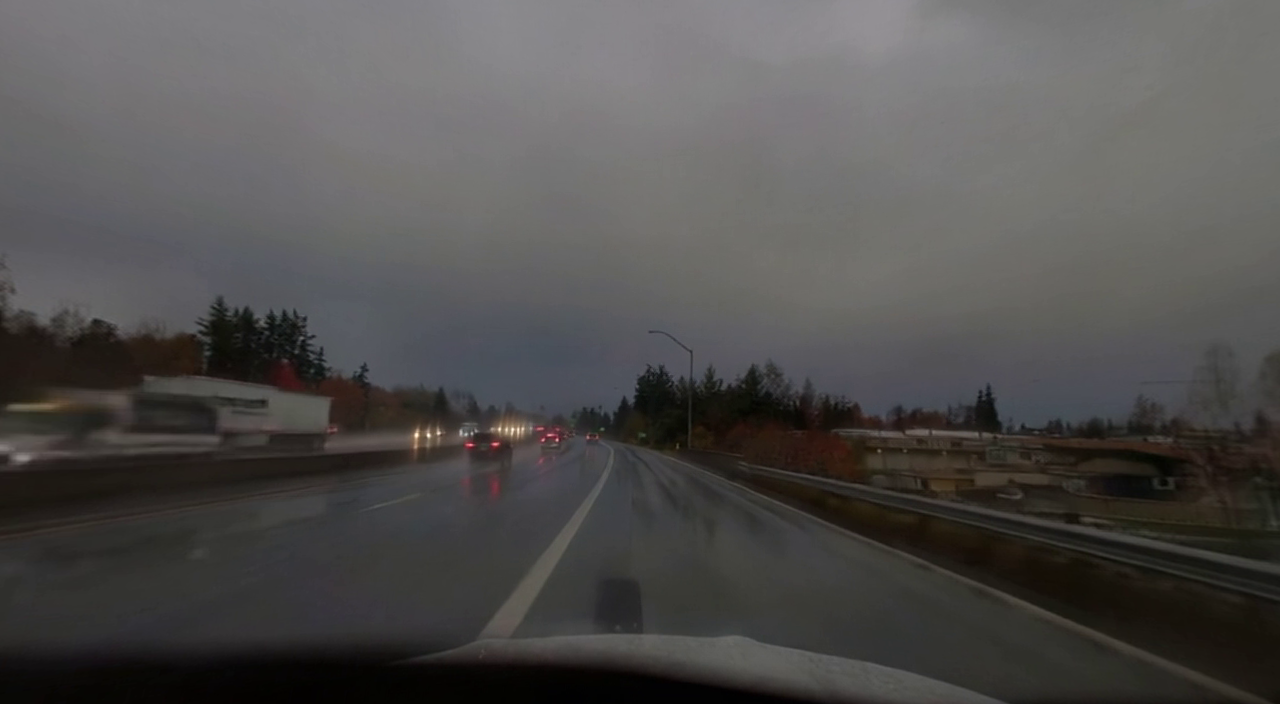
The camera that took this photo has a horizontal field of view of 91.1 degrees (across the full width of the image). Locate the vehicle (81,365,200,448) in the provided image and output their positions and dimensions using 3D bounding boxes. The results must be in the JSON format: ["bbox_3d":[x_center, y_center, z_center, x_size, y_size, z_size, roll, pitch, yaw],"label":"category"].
[{"bbox_3d":[-25.131,2.821,31.825,3.013,3.630,2.793,6,-11,-3],"label":"vehicle"}]

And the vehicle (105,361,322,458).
[{"bbox_3d":[-25.329,4.136,39.258,2.985,4.013,15.061,6,-12,0],"label":"vehicle"}]

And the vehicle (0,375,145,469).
[{"bbox_3d":[-18.198,2.138,18.701,2.308,2.474,5.555,0,-8,1],"label":"vehicle"}]

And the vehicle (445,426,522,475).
[{"bbox_3d":[-6.680,4.255,27.512,2.188,1.896,4.810,0,-8,-1],"label":"vehicle"}]
